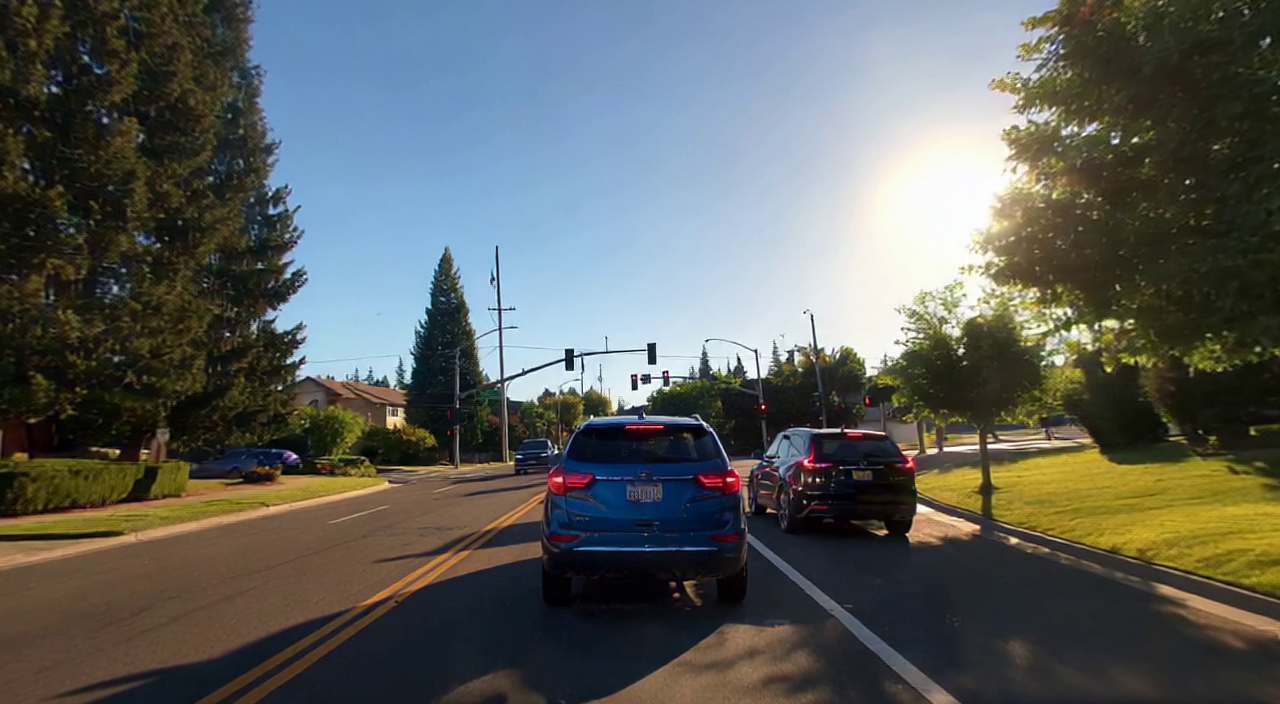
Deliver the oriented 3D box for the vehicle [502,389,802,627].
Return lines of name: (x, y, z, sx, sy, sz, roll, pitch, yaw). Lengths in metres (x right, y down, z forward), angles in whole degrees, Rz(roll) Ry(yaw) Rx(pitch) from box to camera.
vehicle: (0.058, 1.420, 6.658, 2.151, 1.695, 4.100, 0, -8, -1)

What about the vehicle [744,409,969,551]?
vehicle: (3.068, 1.918, 10.089, 1.967, 1.756, 4.281, 0, -8, -1)

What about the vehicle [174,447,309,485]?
vehicle: (-16.168, 4.633, 25.717, 4.245, 1.446, 1.827, 0, -8, 1)
